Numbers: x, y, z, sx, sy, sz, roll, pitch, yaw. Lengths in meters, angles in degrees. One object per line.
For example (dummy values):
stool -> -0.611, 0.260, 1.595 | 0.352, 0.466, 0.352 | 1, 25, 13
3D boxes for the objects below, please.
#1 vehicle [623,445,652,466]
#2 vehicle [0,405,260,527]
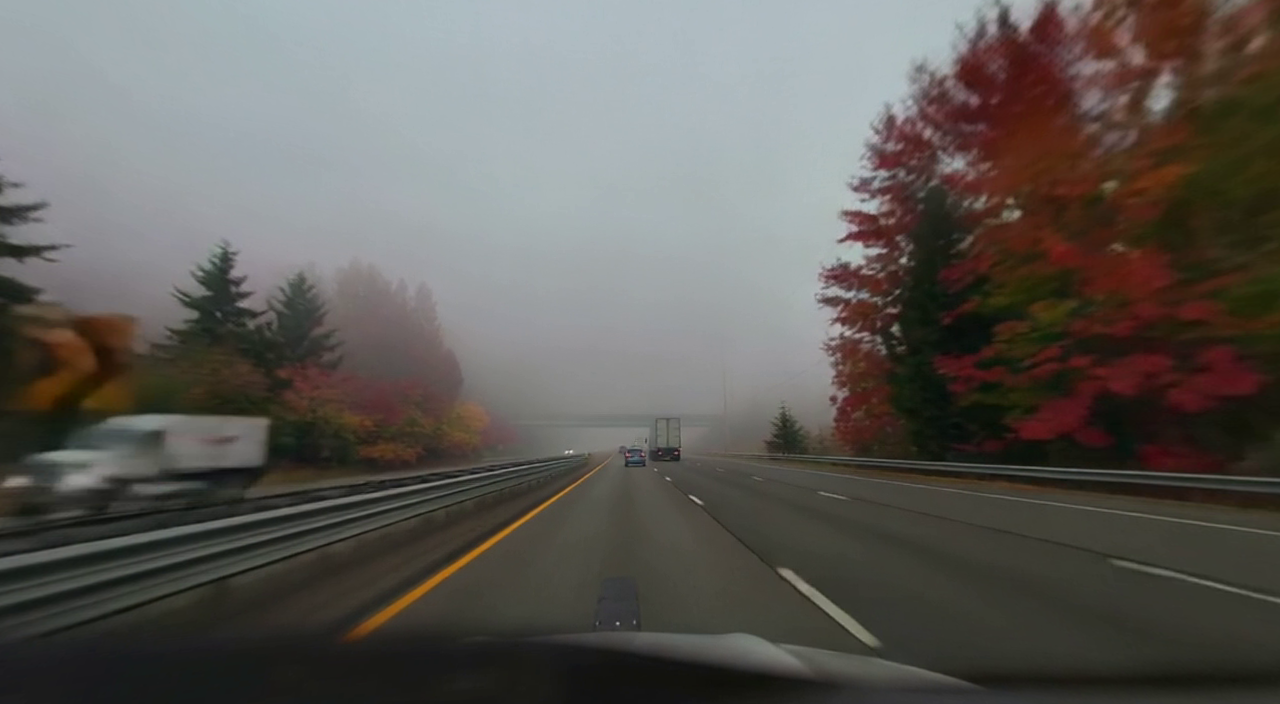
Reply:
vehicle -> -0.211, 7.560, 45.846 | 1.961, 1.454, 3.755 | 0, -9, -2
vehicle -> -13.643, 3.007, 17.071 | 2.377, 2.618, 6.692 | 0, -9, 0
